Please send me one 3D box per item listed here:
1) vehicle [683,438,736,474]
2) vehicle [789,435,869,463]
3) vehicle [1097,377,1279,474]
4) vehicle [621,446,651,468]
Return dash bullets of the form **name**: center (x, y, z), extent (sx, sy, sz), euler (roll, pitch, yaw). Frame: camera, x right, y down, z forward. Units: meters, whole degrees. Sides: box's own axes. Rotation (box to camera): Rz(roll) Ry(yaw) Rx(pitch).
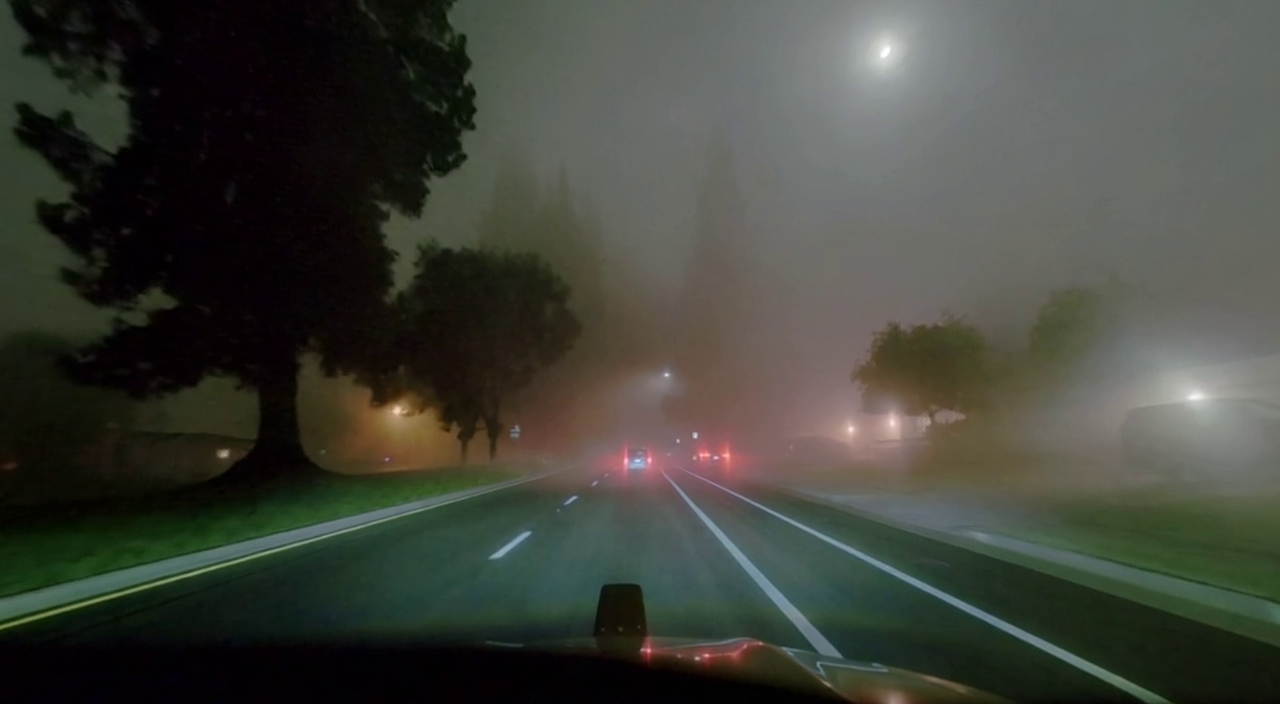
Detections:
- **vehicle**: center (3.864, 5.870, 35.718), extent (2.203, 1.828, 5.336), euler (0, -9, -2)
- **vehicle**: center (12.823, 6.593, 42.800), extent (4.694, 1.622, 2.067), euler (-2, -7, 0)
- **vehicle**: center (13.085, 1.614, 13.514), extent (4.739, 1.918, 2.071), euler (0, -9, 3)
- **vehicle**: center (-0.245, 7.516, 45.041), extent (2.054, 1.456, 4.003), euler (0, -8, 0)
